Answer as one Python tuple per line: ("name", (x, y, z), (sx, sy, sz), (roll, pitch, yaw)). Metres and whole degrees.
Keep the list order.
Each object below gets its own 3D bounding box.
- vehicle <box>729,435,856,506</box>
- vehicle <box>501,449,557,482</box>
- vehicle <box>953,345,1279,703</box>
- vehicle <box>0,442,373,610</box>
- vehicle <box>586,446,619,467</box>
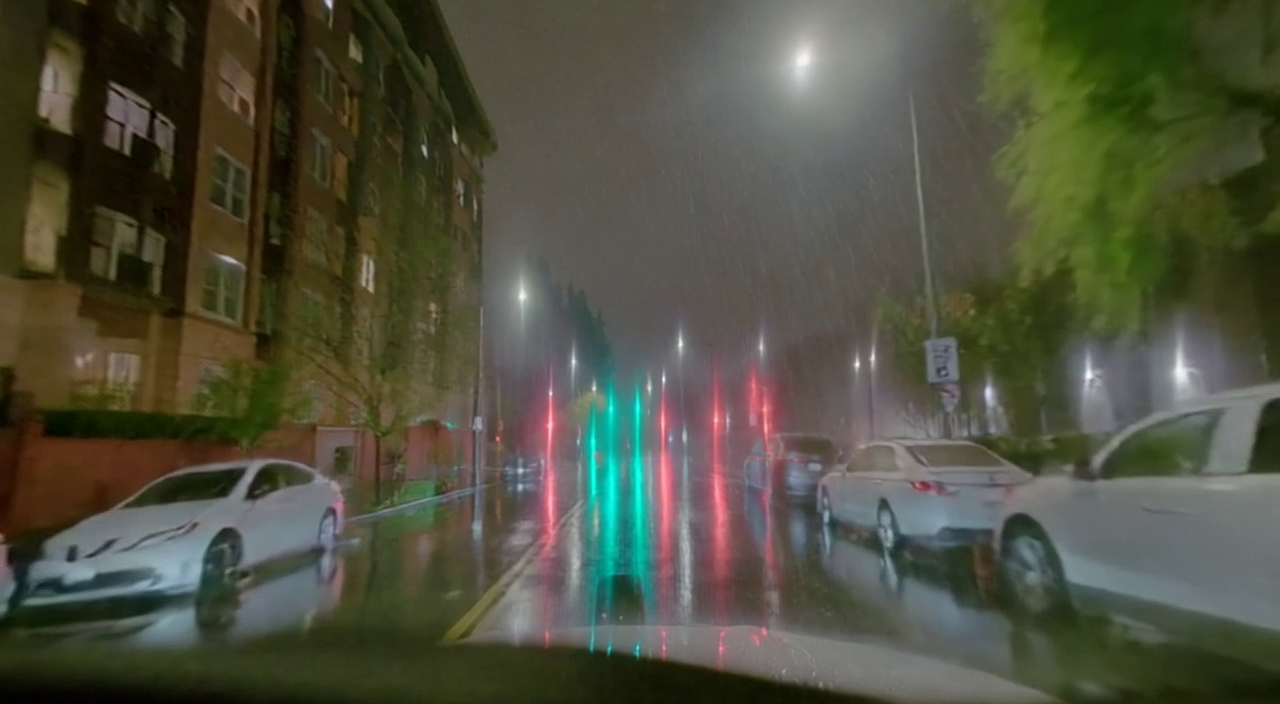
("vehicle", (4.015, 3.196, 17.604), (2.082, 1.662, 4.753), (0, -8, -4))
("vehicle", (-5.755, 5.912, 33.244), (1.947, 1.473, 4.397), (-4, -8, 1))
("vehicle", (3.948, 0.992, 3.226), (2.093, 1.857, 5.414), (1, -8, 2))
("vehicle", (-5.942, 2.201, 9.082), (2.142, 1.775, 4.428), (0, -8, 2))
("vehicle", (-2.679, 7.553, 45.735), (2.029, 1.438, 4.313), (0, -8, 1))
